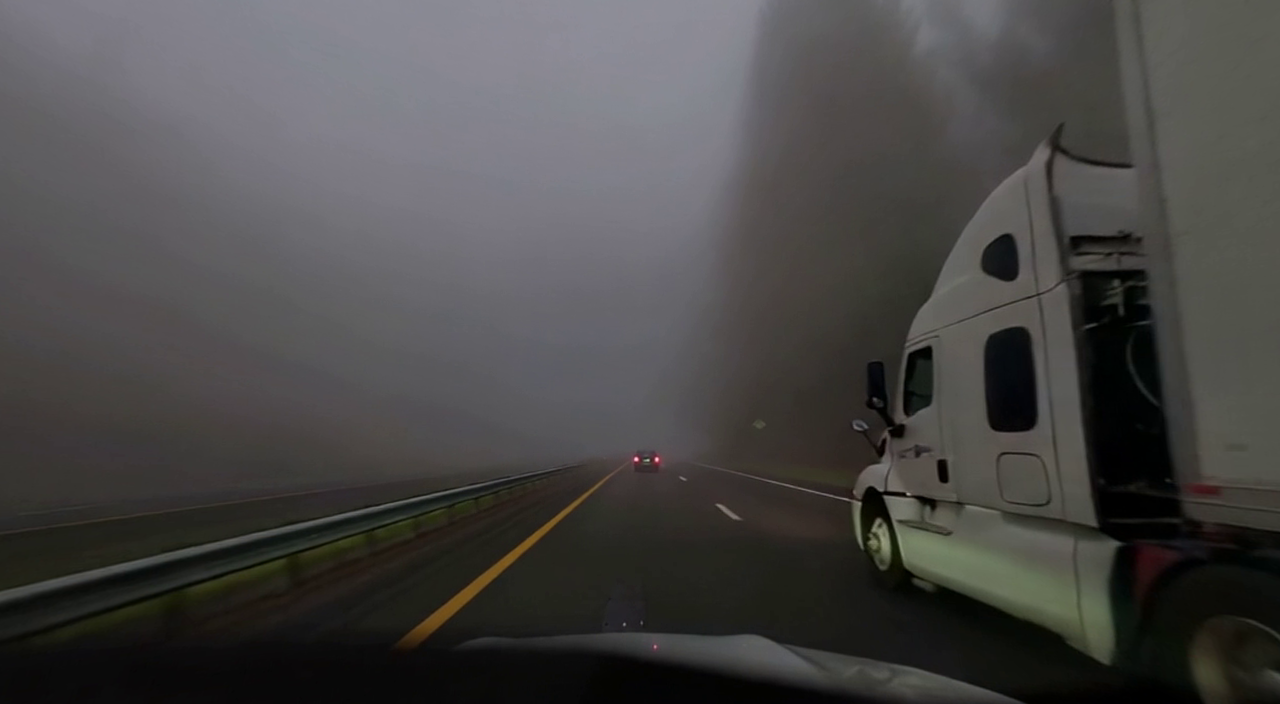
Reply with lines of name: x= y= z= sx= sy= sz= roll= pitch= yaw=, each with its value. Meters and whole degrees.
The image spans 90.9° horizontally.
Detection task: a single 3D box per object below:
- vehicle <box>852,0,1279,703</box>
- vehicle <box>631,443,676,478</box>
vehicle: x=3.706 y=-0.136 z=2.034 sx=3.032 sy=3.821 sz=8.547 roll=0 pitch=-8 yaw=0
vehicle: x=0.631 y=5.099 z=29.882 sx=1.968 sy=1.515 sz=4.025 roll=-1 pitch=-8 yaw=0
